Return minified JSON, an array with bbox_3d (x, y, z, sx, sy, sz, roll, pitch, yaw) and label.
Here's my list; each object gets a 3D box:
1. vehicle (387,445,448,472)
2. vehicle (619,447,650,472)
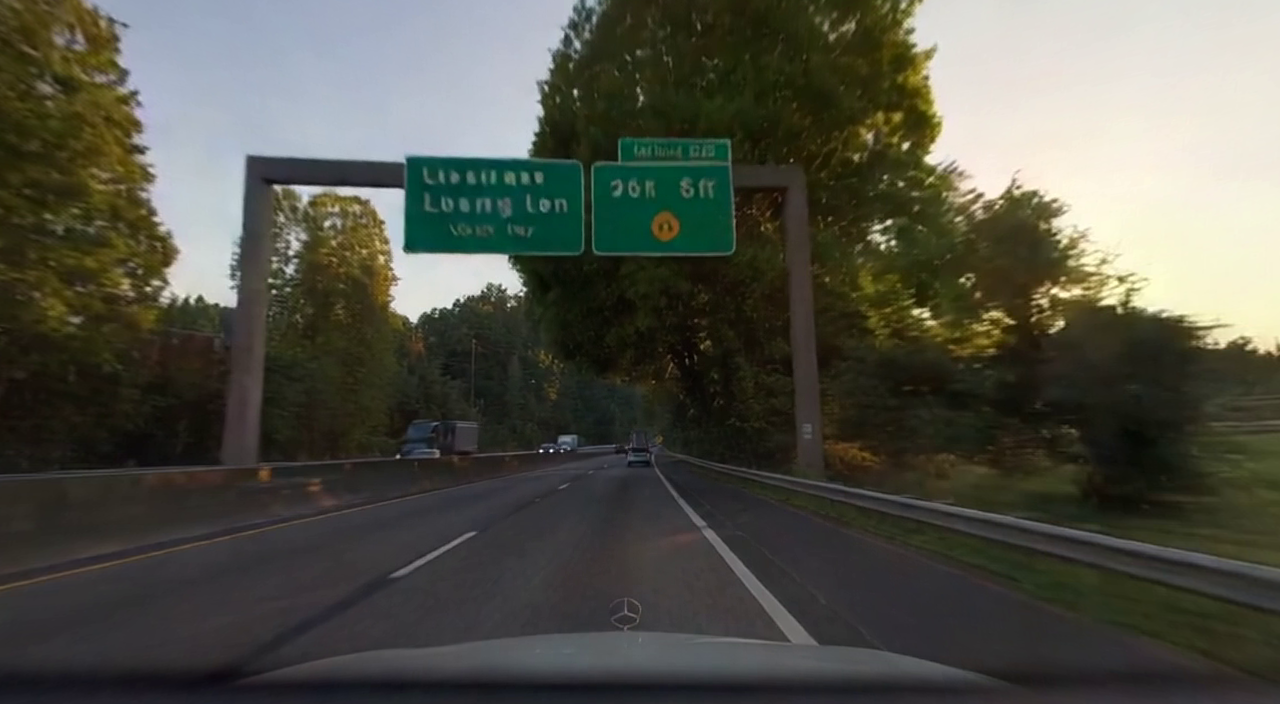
[{"bbox_3d":[-12.159,5.871,34.755,1.829,1.397,4.326,0,-9,-1],"label":"vehicle"},{"bbox_3d":[-0.325,6.681,39.392,1.853,1.436,3.438,0,-9,0],"label":"vehicle"}]
